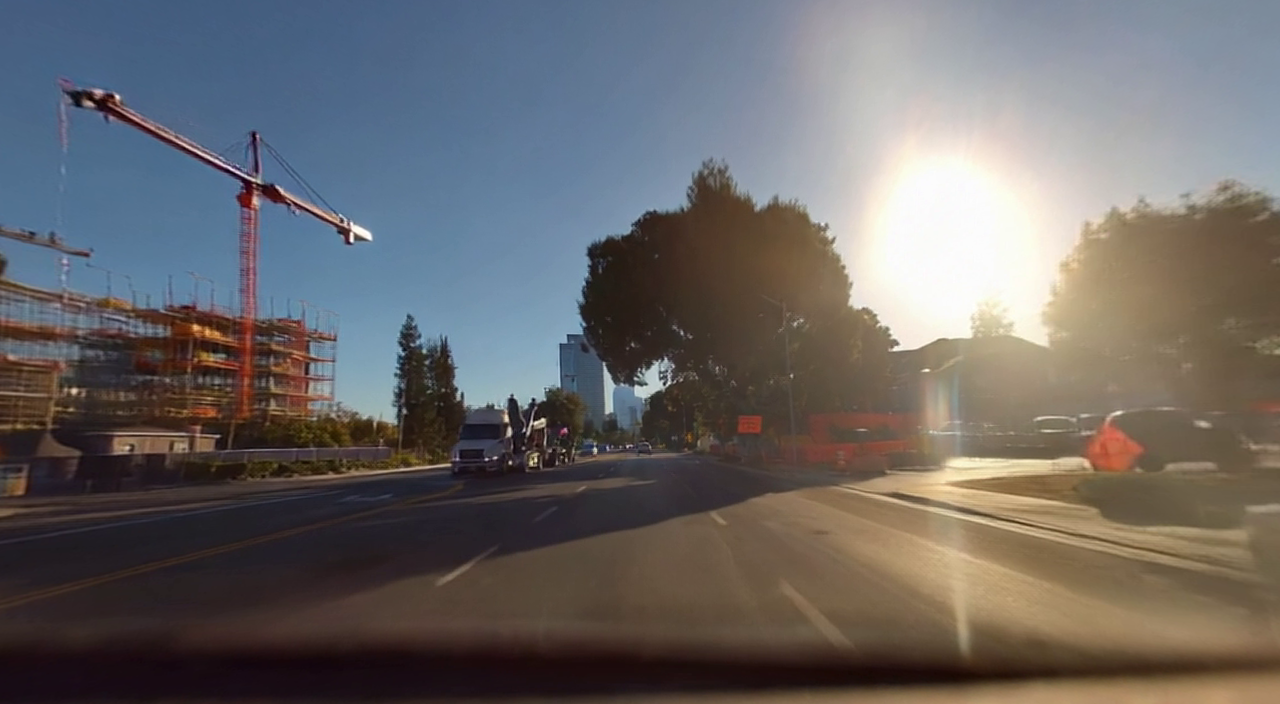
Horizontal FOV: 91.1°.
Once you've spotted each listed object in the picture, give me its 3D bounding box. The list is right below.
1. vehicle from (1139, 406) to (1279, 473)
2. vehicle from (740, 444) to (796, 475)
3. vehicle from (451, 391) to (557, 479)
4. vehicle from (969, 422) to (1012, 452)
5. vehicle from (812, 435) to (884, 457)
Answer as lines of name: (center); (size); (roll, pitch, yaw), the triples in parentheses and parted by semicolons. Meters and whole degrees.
vehicle: (16.359, 2.328, 16.689); (4.422, 1.677, 2.004); (0, -8, -1)
vehicle: (6.667, 5.625, 33.146); (1.933, 1.488, 4.736); (0, -8, 0)
vehicle: (-6.955, 4.591, 34.168); (3.071, 3.982, 10.729); (0, -8, 2)
vehicle: (23.375, 5.690, 41.753); (2.078, 1.823, 5.181); (-5, -10, 32)
vehicle: (16.063, 7.291, 48.639); (4.775, 1.610, 2.147); (0, -9, -2)
